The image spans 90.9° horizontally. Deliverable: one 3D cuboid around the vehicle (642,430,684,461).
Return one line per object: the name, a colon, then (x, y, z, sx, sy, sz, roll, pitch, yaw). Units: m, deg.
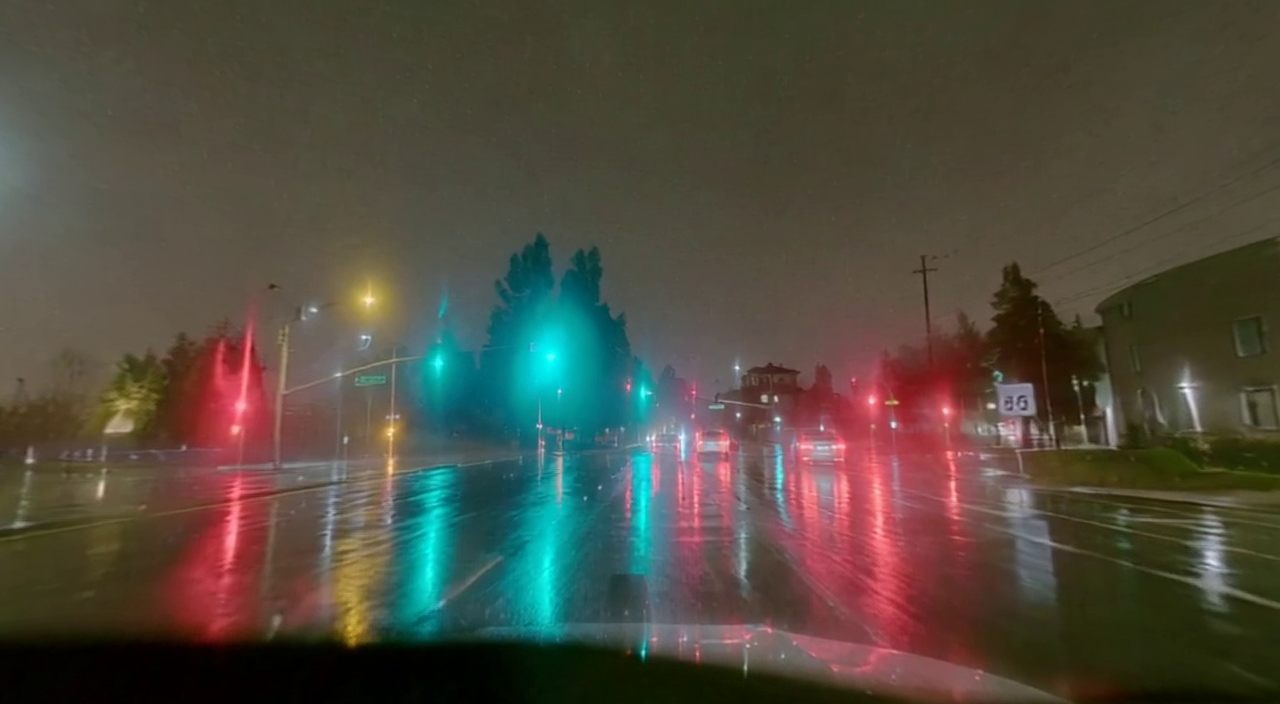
vehicle: (1.199, 4.994, 33.625, 2.099, 1.516, 4.681, 0, -8, 2)

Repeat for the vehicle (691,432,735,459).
vehicle: (4.061, 5.317, 35.765, 1.994, 1.436, 4.169, 0, -8, 0)

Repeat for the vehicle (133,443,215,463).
vehicle: (-35.015, 7.584, 47.460, 4.448, 1.422, 1.890, 2, -9, -11)

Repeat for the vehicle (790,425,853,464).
vehicle: (9.454, 4.854, 33.316, 2.132, 1.892, 4.851, -1, -8, 3)
